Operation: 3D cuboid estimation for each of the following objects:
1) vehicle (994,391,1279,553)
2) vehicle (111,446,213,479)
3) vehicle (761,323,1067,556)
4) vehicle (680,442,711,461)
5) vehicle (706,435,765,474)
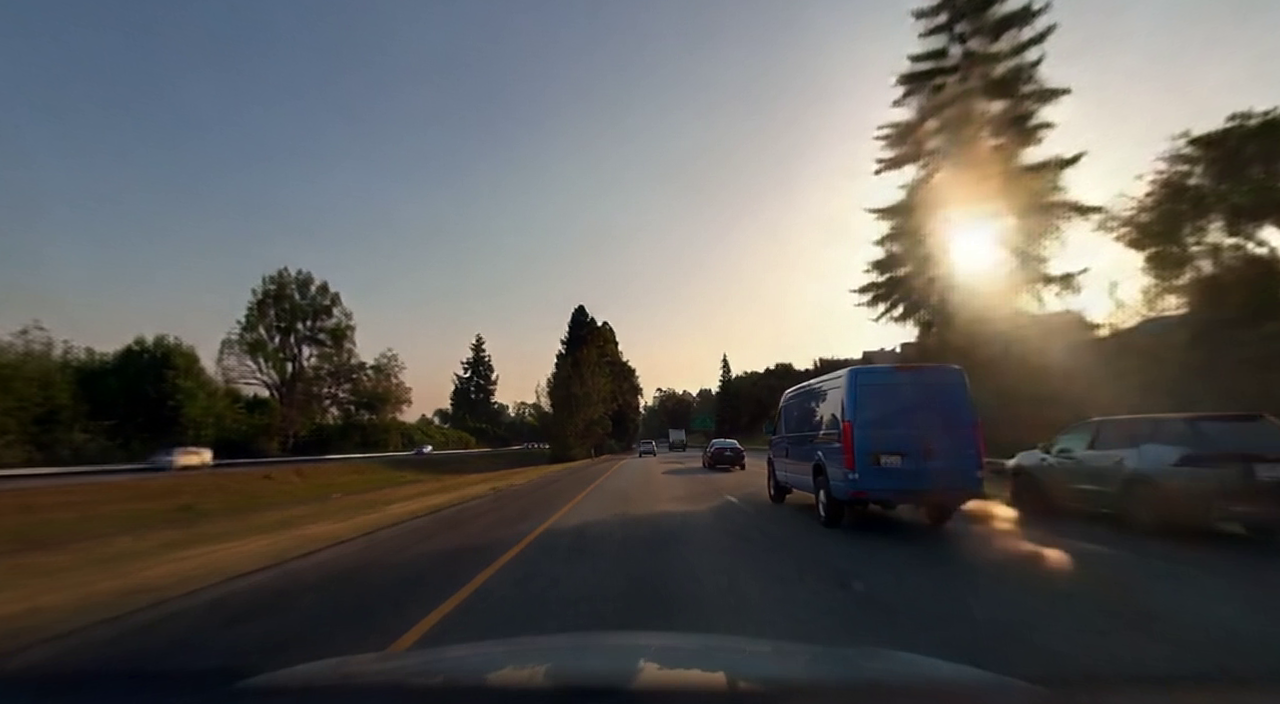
[{"bbox_3d":[7.995,1.752,9.820,2.212,1.902,4.654,0,-8,0],"label":"vehicle"},{"bbox_3d":[-28.081,6.457,37.292,2.108,1.792,4.957,0,-8,1],"label":"vehicle"},{"bbox_3d":[3.699,1.417,10.255,2.302,2.670,5.912,0,-8,1],"label":"vehicle"},{"bbox_3d":[4.271,7.752,49.342,2.050,1.448,4.123,0,-8,0],"label":"vehicle"},{"bbox_3d":[4.401,4.787,29.661,2.034,1.651,4.342,0,-8,-1],"label":"vehicle"}]
